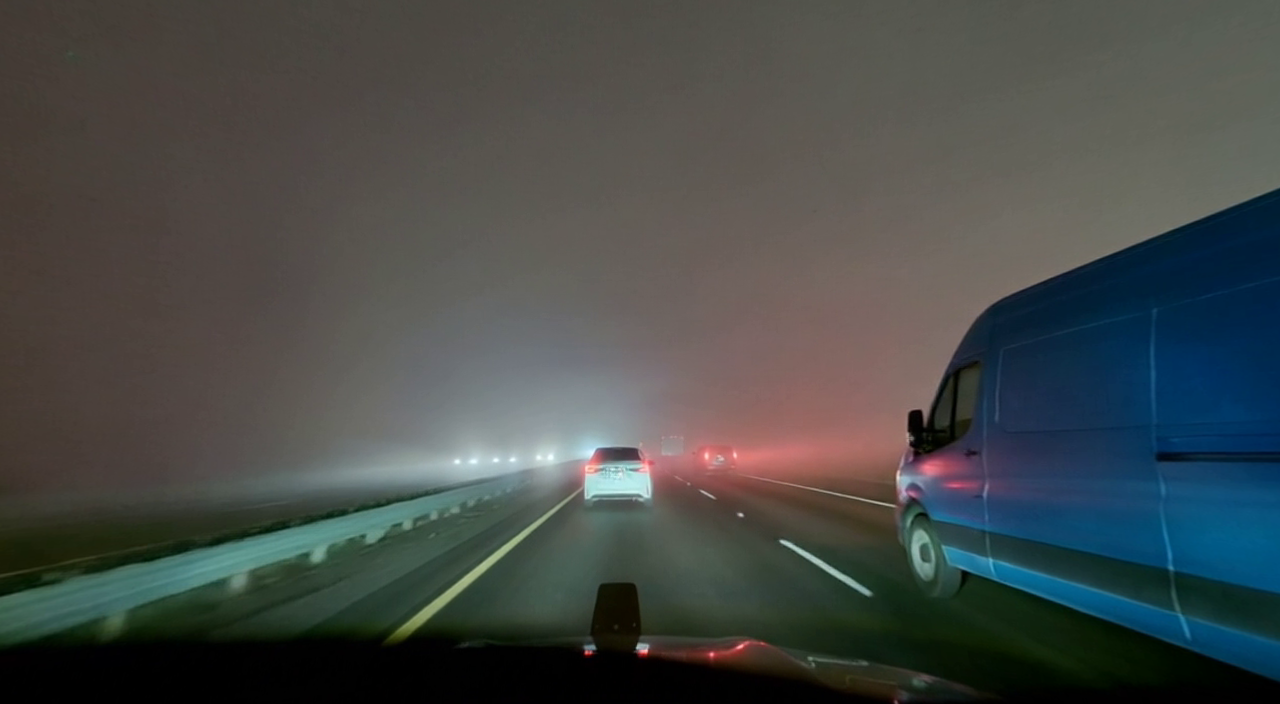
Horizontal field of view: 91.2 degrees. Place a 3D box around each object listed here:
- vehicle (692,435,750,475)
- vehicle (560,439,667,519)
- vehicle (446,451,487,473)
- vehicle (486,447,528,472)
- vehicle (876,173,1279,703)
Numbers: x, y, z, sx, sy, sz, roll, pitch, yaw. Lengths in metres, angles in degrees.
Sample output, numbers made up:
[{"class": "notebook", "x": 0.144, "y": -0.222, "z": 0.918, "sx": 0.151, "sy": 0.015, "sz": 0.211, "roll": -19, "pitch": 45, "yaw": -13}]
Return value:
[{"class": "vehicle", "x": 4.156, "y": 5.406, "z": 33.009, "sx": 2.261, "sy": 1.952, "sz": 4.784, "roll": 0, "pitch": -9, "yaw": -1}, {"class": "vehicle", "x": -0.520, "y": 2.699, "z": 13.792, "sx": 2.029, "sy": 1.483, "sz": 3.769, "roll": 0, "pitch": -9, "yaw": 0}, {"class": "vehicle", "x": -12.916, "y": 8.192, "z": 46.819, "sx": 1.853, "sy": 1.507, "sz": 4.226, "roll": 0, "pitch": -9, "yaw": -1}, {"class": "vehicle", "x": -9.102, "y": 7.401, "z": 43.252, "sx": 1.984, "sy": 1.571, "sz": 4.292, "roll": 0, "pitch": -9, "yaw": 0}, {"class": "vehicle", "x": 3.828, "y": 0.665, "z": 3.782, "sx": 2.399, "sy": 2.421, "sz": 5.829, "roll": 0, "pitch": -9, "yaw": -1}]
